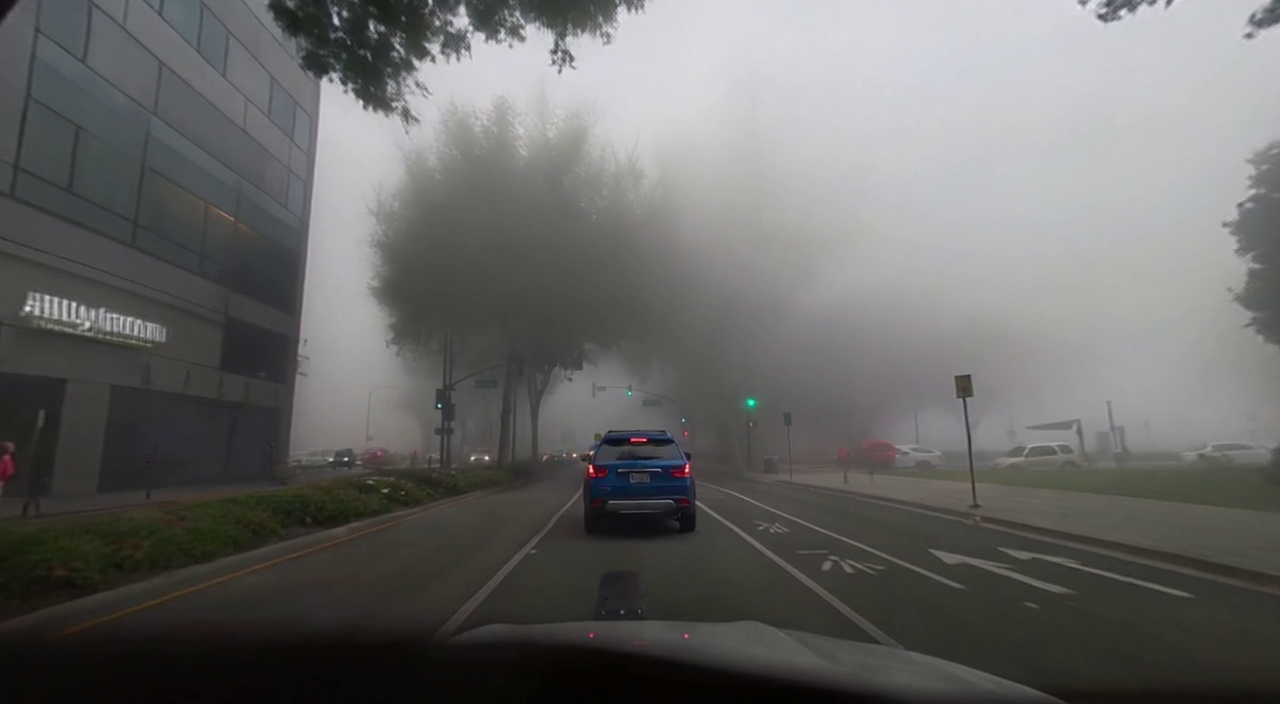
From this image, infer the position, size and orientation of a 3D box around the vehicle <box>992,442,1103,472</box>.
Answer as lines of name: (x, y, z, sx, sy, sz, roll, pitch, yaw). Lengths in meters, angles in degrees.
vehicle: (22.388, 5.763, 34.851, 4.571, 1.558, 2.171, 0, -9, -2)

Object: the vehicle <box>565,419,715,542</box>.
vehicle: (-0.074, 2.175, 11.304, 2.183, 1.765, 4.059, 0, -9, -2)

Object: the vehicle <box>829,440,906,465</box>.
vehicle: (15.112, 6.708, 42.164, 4.422, 1.563, 1.751, 0, -9, -2)

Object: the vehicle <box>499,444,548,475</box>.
vehicle: (-6.584, 6.101, 36.113, 2.028, 1.655, 4.189, 0, -9, -1)
